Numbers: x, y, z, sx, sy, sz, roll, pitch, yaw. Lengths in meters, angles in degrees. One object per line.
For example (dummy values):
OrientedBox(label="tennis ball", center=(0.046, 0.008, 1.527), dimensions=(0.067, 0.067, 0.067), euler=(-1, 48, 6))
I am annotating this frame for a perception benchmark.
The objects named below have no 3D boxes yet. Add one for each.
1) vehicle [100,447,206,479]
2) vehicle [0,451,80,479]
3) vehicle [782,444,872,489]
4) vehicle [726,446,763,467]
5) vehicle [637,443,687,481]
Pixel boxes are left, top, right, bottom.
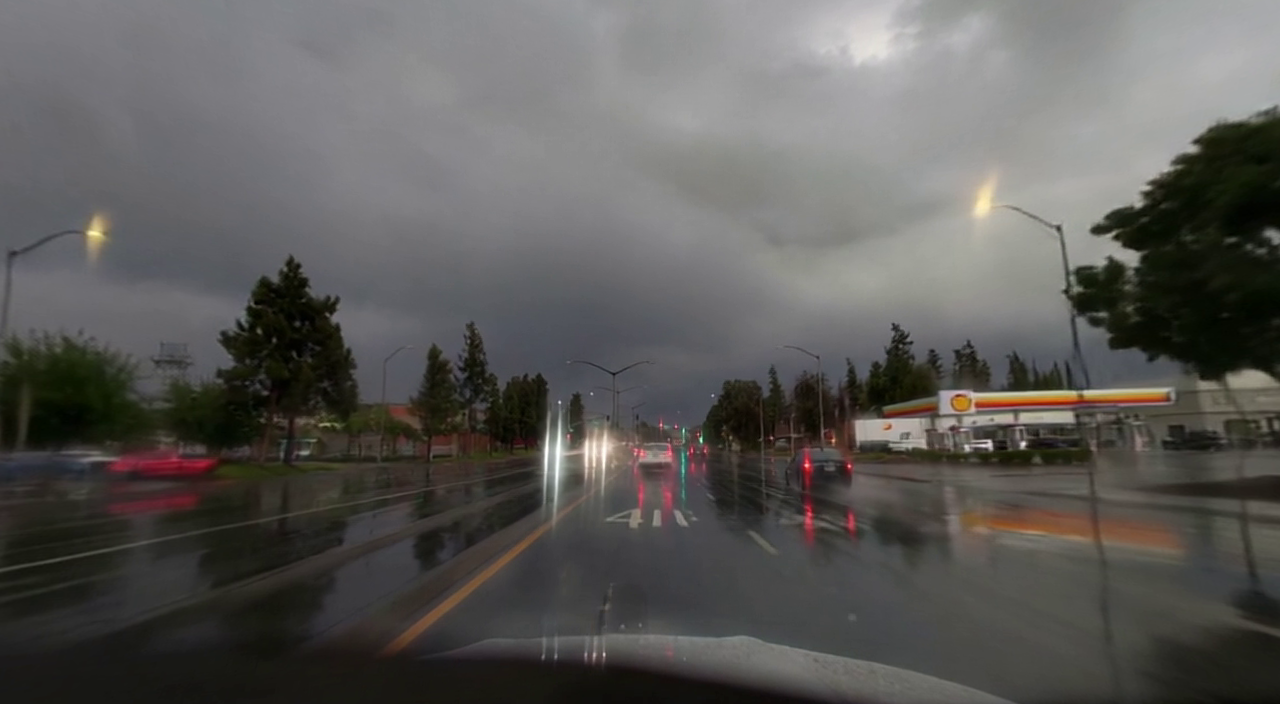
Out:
OrientedBox(label="vehicle", center=(-29.130, 6.626, 37.831), dimensions=(2.011, 1.762, 5.267), euler=(0, -8, 3))
OrientedBox(label="vehicle", center=(-36.951, 6.754, 37.807), dimensions=(1.925, 1.568, 4.769), euler=(0, -8, 1))
OrientedBox(label="vehicle", center=(6.727, 4.131, 23.114), dimensions=(1.918, 1.484, 4.456), euler=(0, -8, 0))
OrientedBox(label="vehicle", center=(7.744, 7.741, 46.881), dimensions=(1.930, 1.479, 4.477), euler=(0, -8, 0))
OrientedBox(label="vehicle", center=(0.865, 4.675, 27.135), dimensions=(1.971, 1.479, 4.493), euler=(0, -8, 0))
